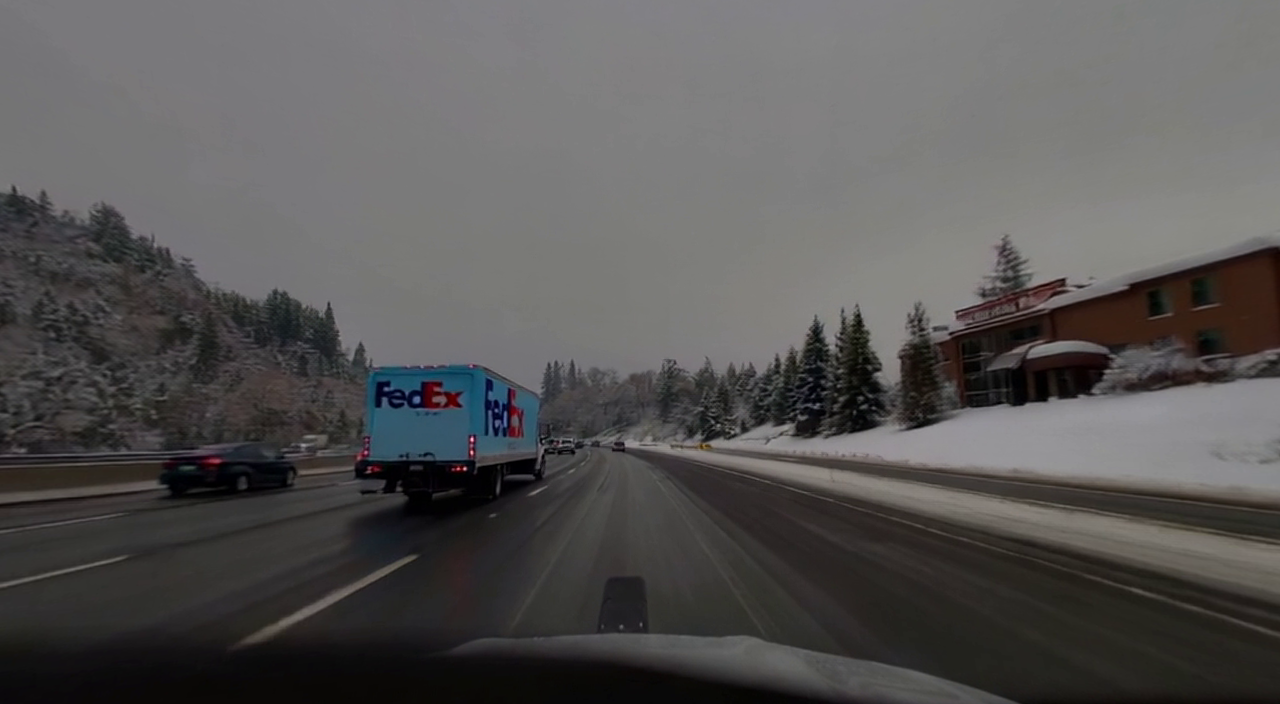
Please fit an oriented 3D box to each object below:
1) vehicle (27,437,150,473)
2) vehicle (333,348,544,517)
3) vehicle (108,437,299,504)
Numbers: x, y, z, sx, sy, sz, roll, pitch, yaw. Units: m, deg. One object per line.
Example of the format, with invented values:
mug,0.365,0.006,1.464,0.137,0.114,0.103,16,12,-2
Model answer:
vehicle,-28.329,5.285,32.656,2.117,1.738,4.824,0,-8,-2
vehicle,-4.391,2.052,15.837,2.798,3.212,7.573,0,-8,0
vehicle,-11.792,3.198,17.563,1.981,1.607,4.703,0,-8,-1
